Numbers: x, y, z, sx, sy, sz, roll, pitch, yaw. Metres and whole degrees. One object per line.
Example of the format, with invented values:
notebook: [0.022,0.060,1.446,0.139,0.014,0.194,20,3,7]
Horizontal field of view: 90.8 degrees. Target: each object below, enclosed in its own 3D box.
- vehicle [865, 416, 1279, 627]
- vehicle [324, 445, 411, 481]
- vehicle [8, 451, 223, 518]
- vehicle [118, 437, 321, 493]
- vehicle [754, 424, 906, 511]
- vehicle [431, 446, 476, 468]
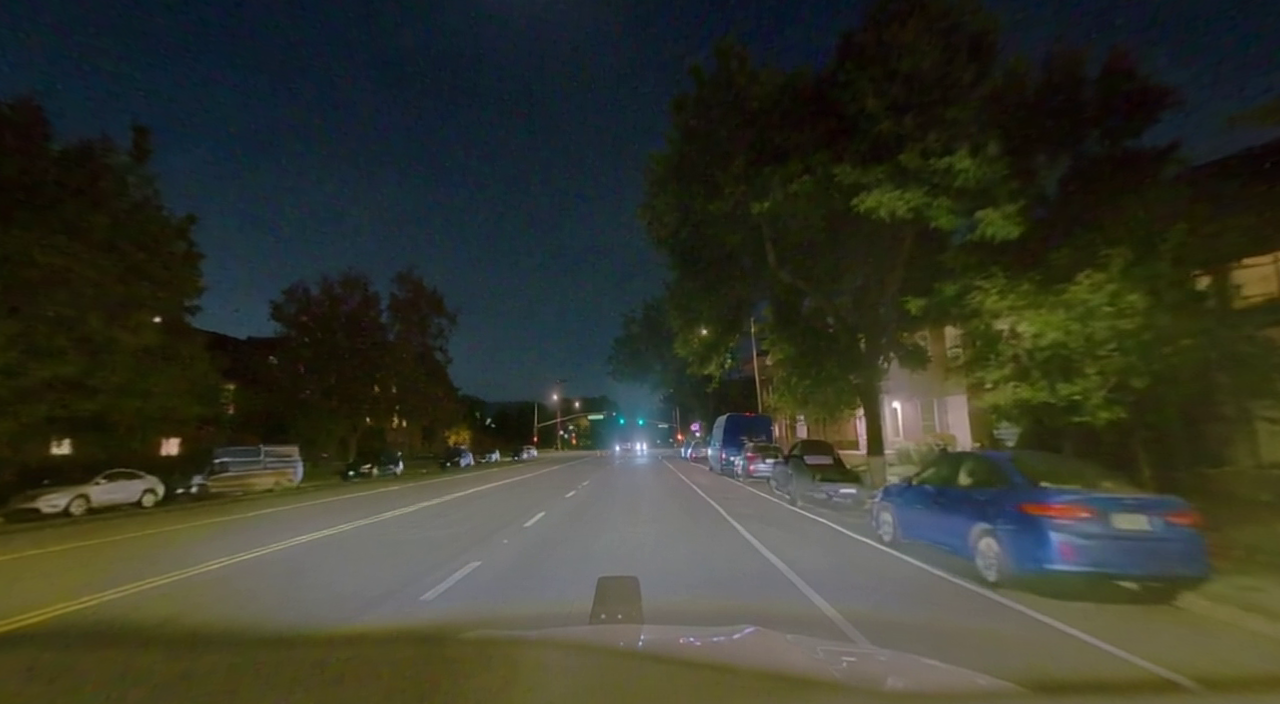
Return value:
vehicle: [4.258,1.551,6.828,1.862,1.515,4.233,0,-8,-3]
vehicle: [-13.682,5.554,32.105,2.045,1.636,5.214,-1,-8,1]
vehicle: [-13.617,3.423,16.859,2.141,1.463,4.245,0,-8,-1]
vehicle: [-15.376,4.150,23.417,5.783,1.904,2.289,0,-8,-3]
vehicle: [4.212,2.639,14.934,2.067,1.706,4.506,0,-8,-2]
vehicle: [-13.798,7.745,46.966,1.923,1.535,4.862,0,-8,-1]
